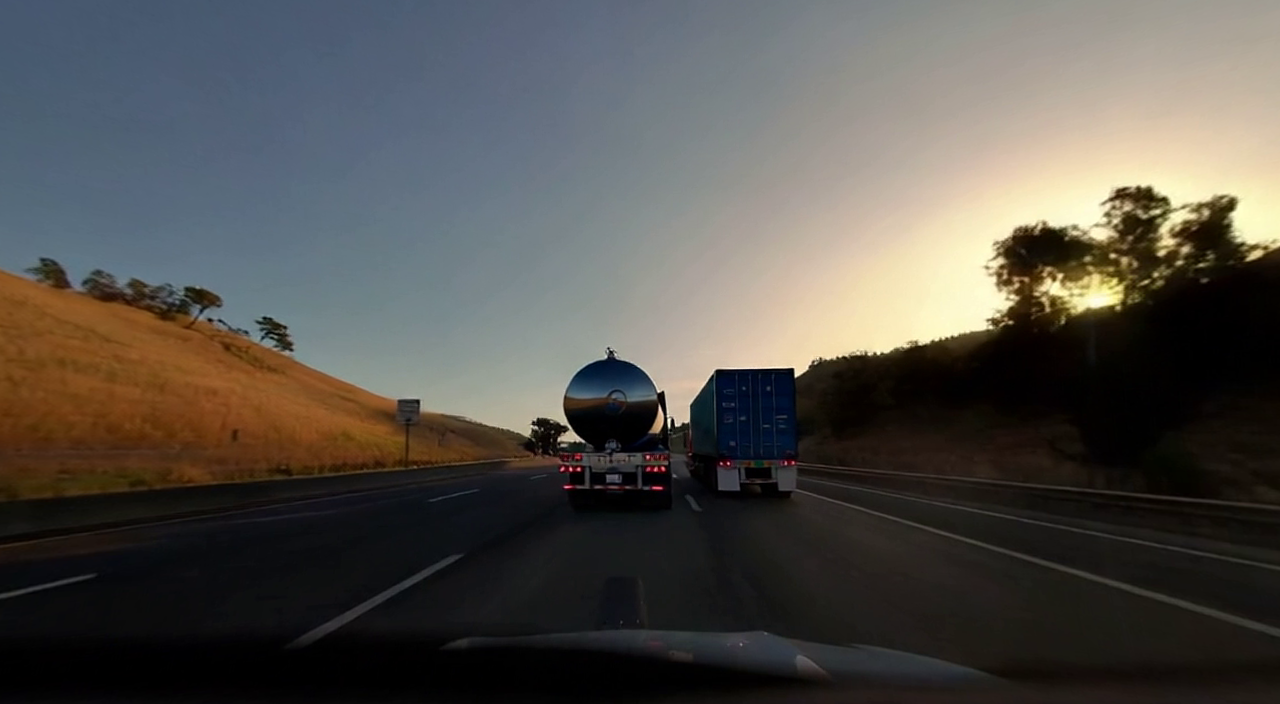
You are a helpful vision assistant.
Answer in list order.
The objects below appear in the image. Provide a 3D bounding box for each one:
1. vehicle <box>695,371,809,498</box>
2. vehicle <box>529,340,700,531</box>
[{"bbox_3d":[4.036,3.432,25.634,2.942,4.003,11.297,0,-9,2],"label":"vehicle"},{"bbox_3d":[-0.194,2.773,20.738,3.267,3.655,17.154,0,-8,2],"label":"vehicle"}]
